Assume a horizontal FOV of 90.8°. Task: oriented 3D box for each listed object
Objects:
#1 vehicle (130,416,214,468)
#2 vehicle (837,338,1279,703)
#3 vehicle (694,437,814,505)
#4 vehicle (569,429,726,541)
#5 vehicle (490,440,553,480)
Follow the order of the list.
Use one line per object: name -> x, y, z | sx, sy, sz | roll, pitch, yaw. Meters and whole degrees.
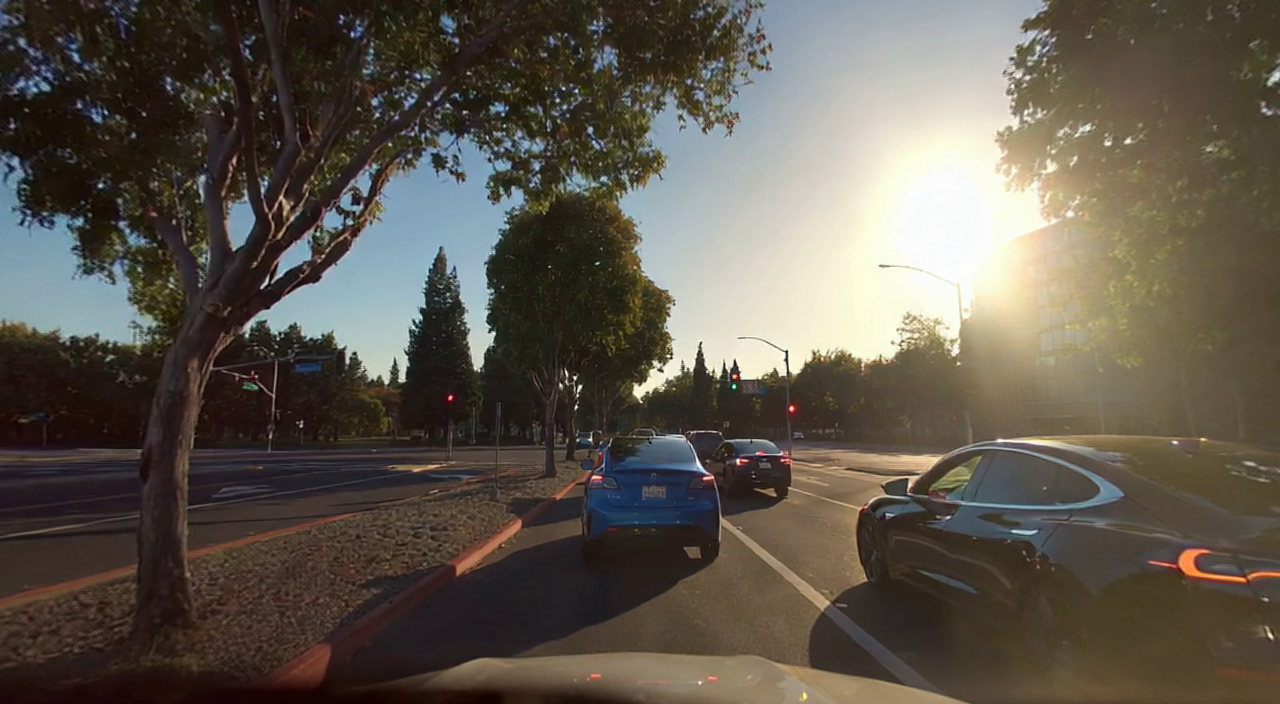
vehicle -> -29.299, 5.654, 39.688 | 2.608, 2.990, 3.026 | 2, -8, 2
vehicle -> 3.191, 1.105, 4.306 | 2.167, 1.676, 4.443 | 0, -8, -1
vehicle -> 2.687, 2.931, 16.029 | 2.058, 1.466, 4.208 | 0, -8, -3
vehicle -> 0.021, 2.134, 10.821 | 2.147, 1.499, 4.240 | 0, -8, -2
vehicle -> -4.647, 4.307, 25.407 | 1.972, 1.457, 4.171 | 0, -8, -4
